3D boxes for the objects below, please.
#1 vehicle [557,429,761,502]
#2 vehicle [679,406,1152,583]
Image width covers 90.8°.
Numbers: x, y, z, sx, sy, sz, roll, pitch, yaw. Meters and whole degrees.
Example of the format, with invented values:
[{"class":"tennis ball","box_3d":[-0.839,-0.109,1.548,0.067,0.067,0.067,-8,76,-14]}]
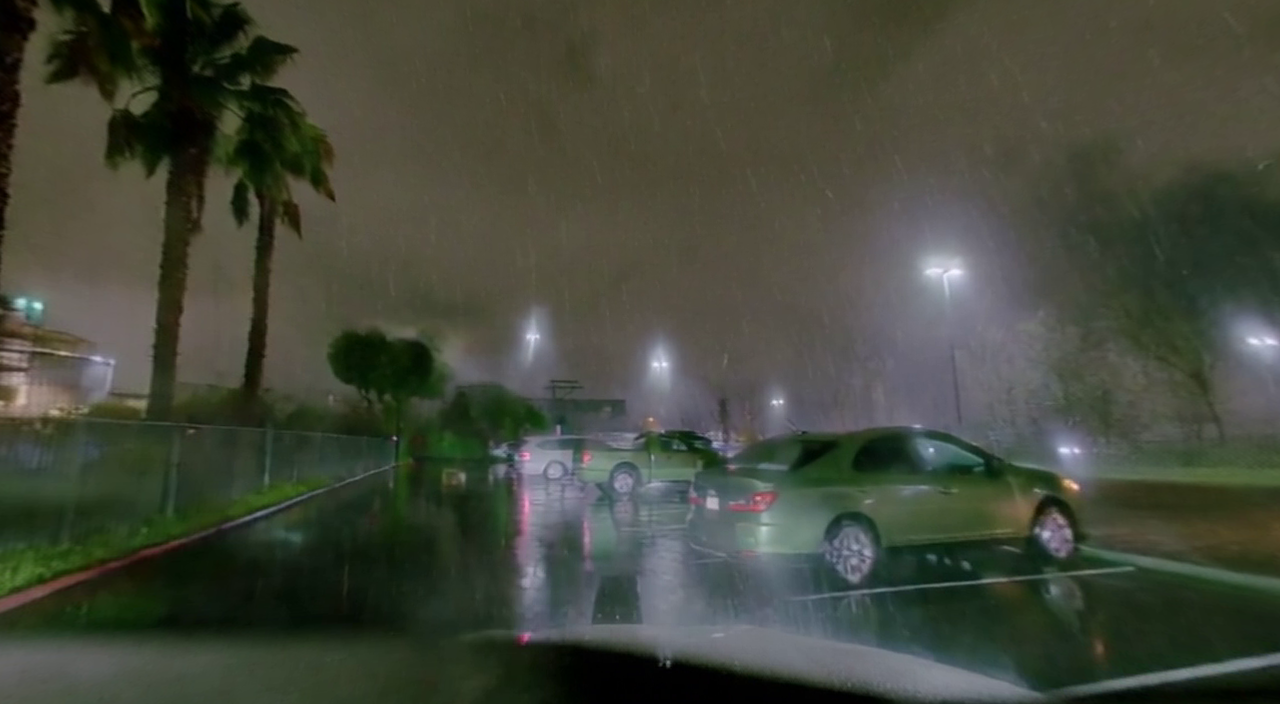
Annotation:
[{"class":"vehicle","box_3d":[0.527,3.166,17.954,5.381,1.826,2.047,3,-9,-19]},{"class":"vehicle","box_3d":[3.031,1.646,7.171,4.803,1.520,1.894,6,-14,-19]}]
